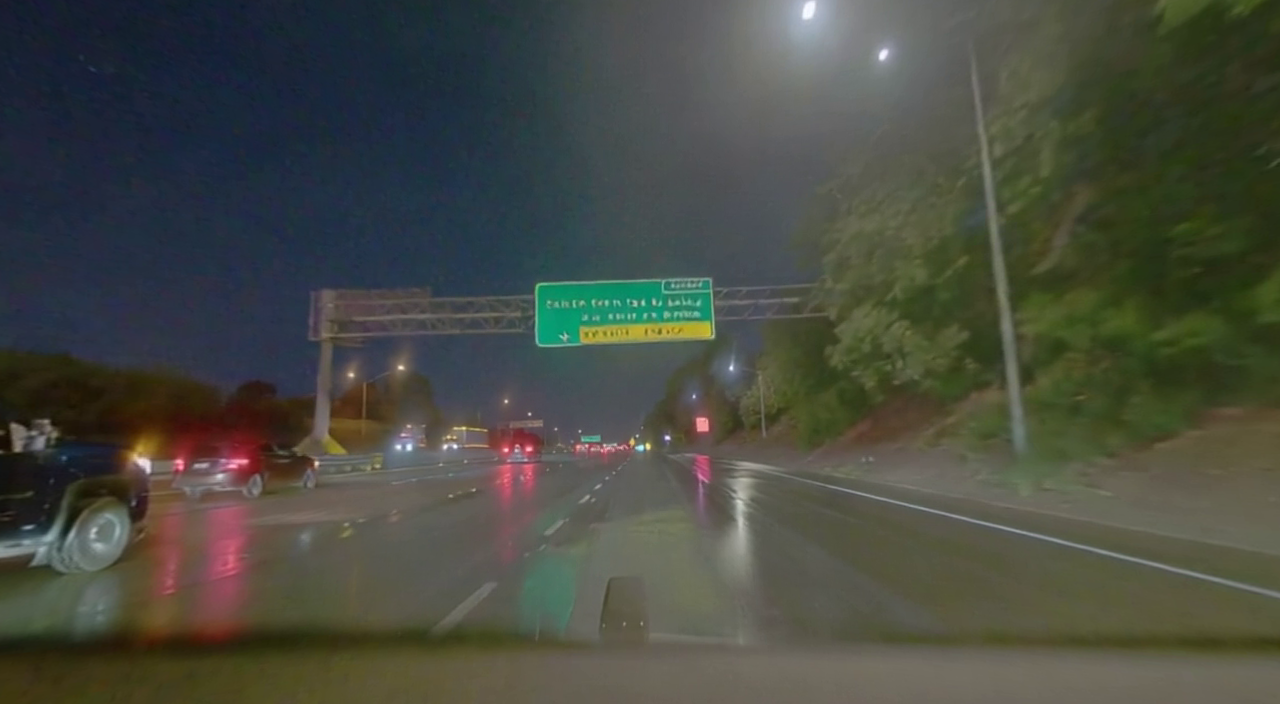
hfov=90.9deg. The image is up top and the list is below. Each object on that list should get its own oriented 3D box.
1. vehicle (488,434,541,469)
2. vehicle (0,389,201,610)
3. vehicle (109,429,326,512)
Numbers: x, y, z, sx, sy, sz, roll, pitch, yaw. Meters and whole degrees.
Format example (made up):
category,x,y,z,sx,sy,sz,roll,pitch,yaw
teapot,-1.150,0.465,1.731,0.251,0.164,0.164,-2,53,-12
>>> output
category,x,y,z,sx,sy,sz,roll,pitch,yaw
vehicle,-6.749,5.389,34.410,2.009,1.735,4.358,-1,-8,0
vehicle,-6.397,1.084,4.224,2.403,1.773,6.276,-1,-8,0
vehicle,-9.811,2.748,15.215,2.060,1.662,4.469,-1,-8,1
